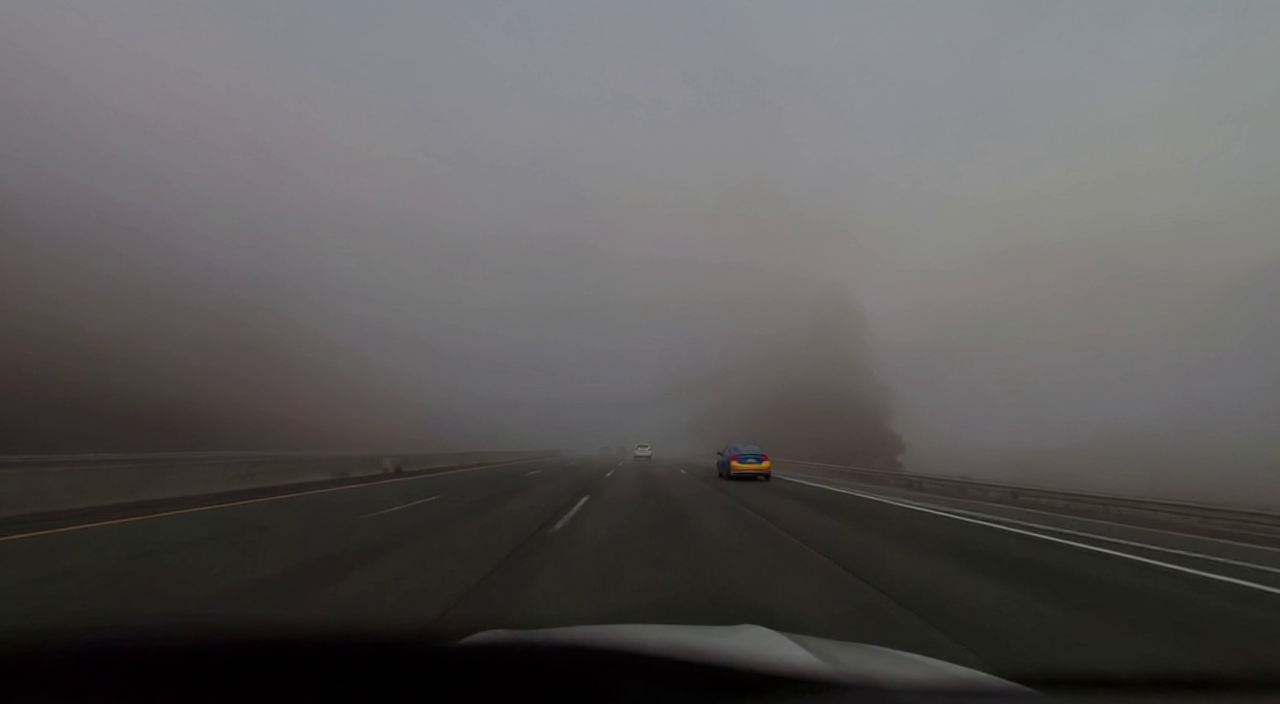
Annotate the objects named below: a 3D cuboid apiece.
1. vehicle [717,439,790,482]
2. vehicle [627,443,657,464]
[{"bbox_3d":[4.410,4.283,25.061,2.008,1.524,4.598,0,-8,-1],"label":"vehicle"},{"bbox_3d":[0.119,7.390,45.716,2.052,1.449,3.857,0,-8,0],"label":"vehicle"}]
